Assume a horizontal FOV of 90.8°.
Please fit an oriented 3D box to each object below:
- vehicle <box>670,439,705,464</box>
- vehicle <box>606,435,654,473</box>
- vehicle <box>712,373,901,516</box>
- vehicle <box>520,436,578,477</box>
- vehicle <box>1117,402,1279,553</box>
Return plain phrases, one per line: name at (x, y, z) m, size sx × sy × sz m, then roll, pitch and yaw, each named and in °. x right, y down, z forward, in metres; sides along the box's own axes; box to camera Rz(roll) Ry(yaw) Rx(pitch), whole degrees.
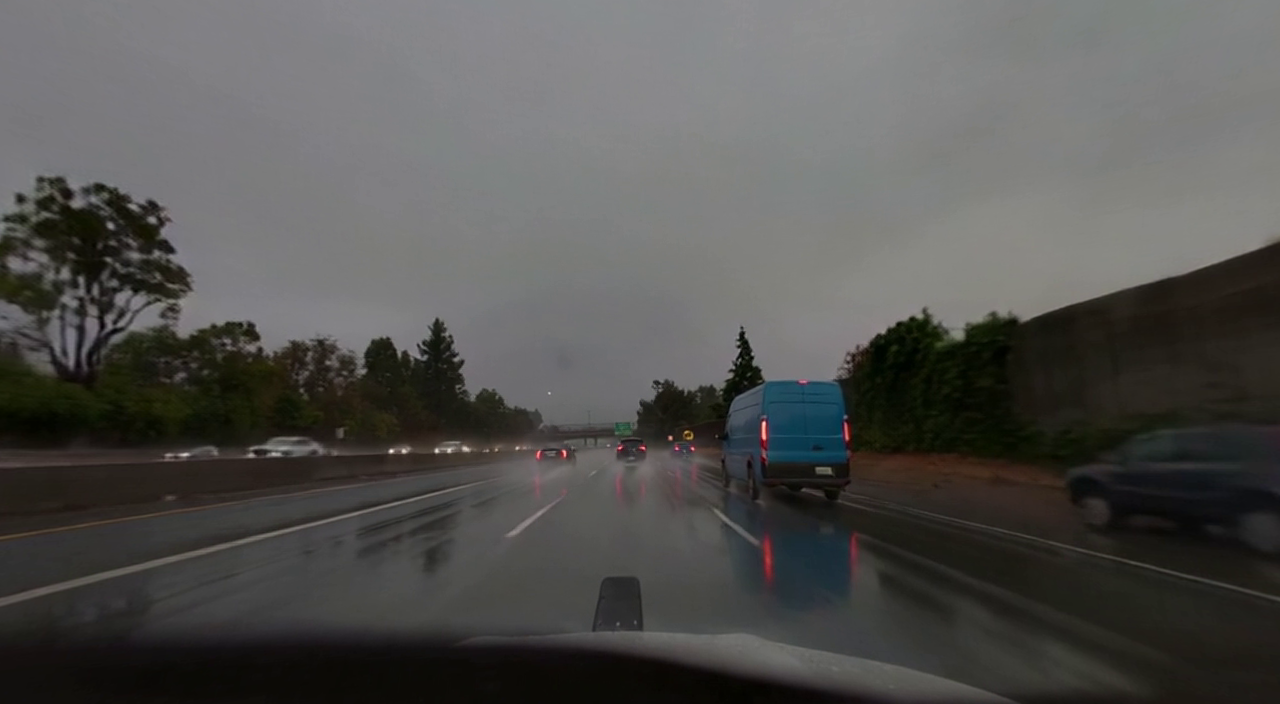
vehicle at (3.526, 7.433, 47.424) m, size 2.160 × 1.759 × 4.214 m, roll 0°, pitch -8°, yaw -1°
vehicle at (-0.511, 5.248, 32.732) m, size 2.297 × 1.783 × 4.355 m, roll 0°, pitch -8°, yaw -1°
vehicle at (3.537, 2.216, 15.322) m, size 2.631 × 2.709 × 6.496 m, roll 0°, pitch -8°, yaw -2°
vehicle at (-4.118, 4.793, 29.260) m, size 2.023 × 1.709 × 4.263 m, roll 0°, pitch -8°, yaw 0°
vehicle at (9.643, 1.675, 8.474) m, size 2.344 × 1.967 × 5.275 m, roll 0°, pitch -8°, yaw 0°
